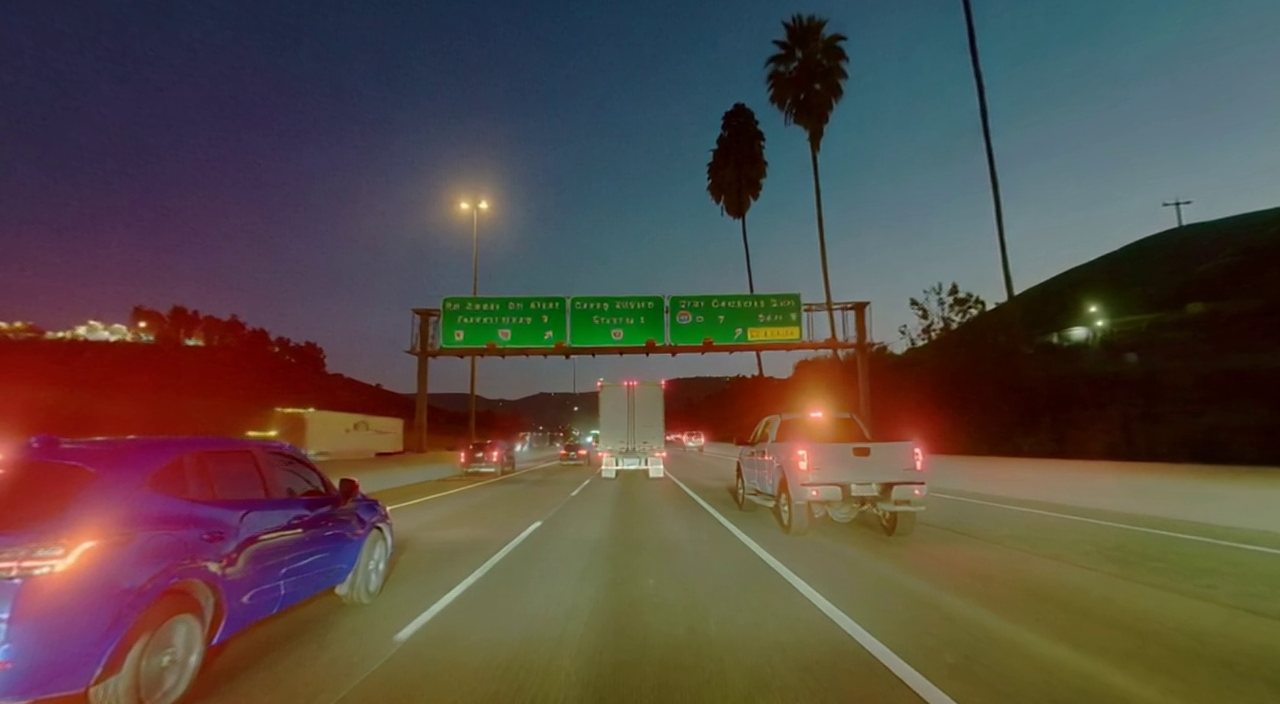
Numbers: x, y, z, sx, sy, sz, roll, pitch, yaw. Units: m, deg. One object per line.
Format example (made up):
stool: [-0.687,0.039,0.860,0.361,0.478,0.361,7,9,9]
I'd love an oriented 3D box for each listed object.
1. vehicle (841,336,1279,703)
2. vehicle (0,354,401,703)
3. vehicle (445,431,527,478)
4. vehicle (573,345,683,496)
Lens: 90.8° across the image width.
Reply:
vehicle: [3.147,0.984,4.390,1.859,1.416,4.695,0,-9,-1]
vehicle: [-3.224,1.102,3.904,1.885,1.654,4.103,0,-9,0]
vehicle: [-6.904,4.698,29.140,2.344,1.954,5.579,0,-9,0]
vehicle: [-0.258,2.628,22.381,2.906,4.040,10.743,0,-9,1]
